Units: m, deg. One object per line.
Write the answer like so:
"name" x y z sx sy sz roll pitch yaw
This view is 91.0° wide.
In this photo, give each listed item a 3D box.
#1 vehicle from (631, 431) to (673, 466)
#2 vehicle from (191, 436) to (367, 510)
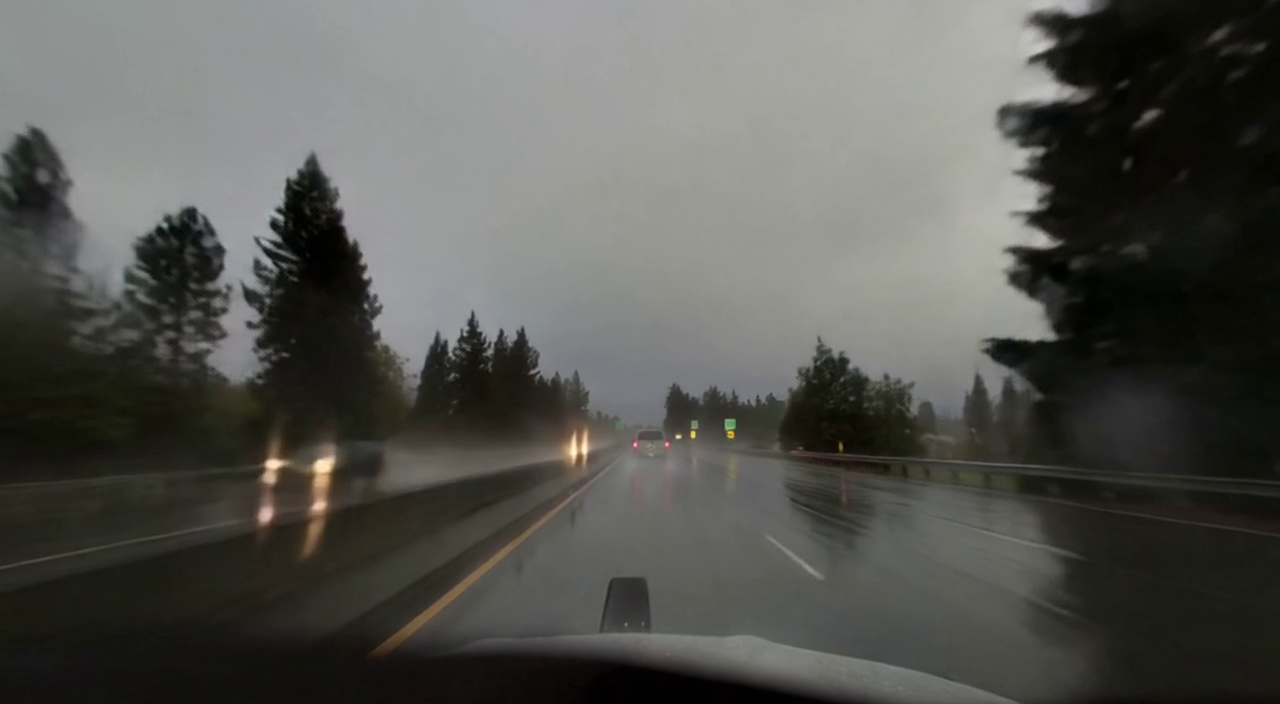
"vehicle" 0.698 5.677 37.218 2.301 1.944 4.554 0 -8 1
"vehicle" -8.442 2.821 15.220 1.863 1.529 4.010 0 -8 0
